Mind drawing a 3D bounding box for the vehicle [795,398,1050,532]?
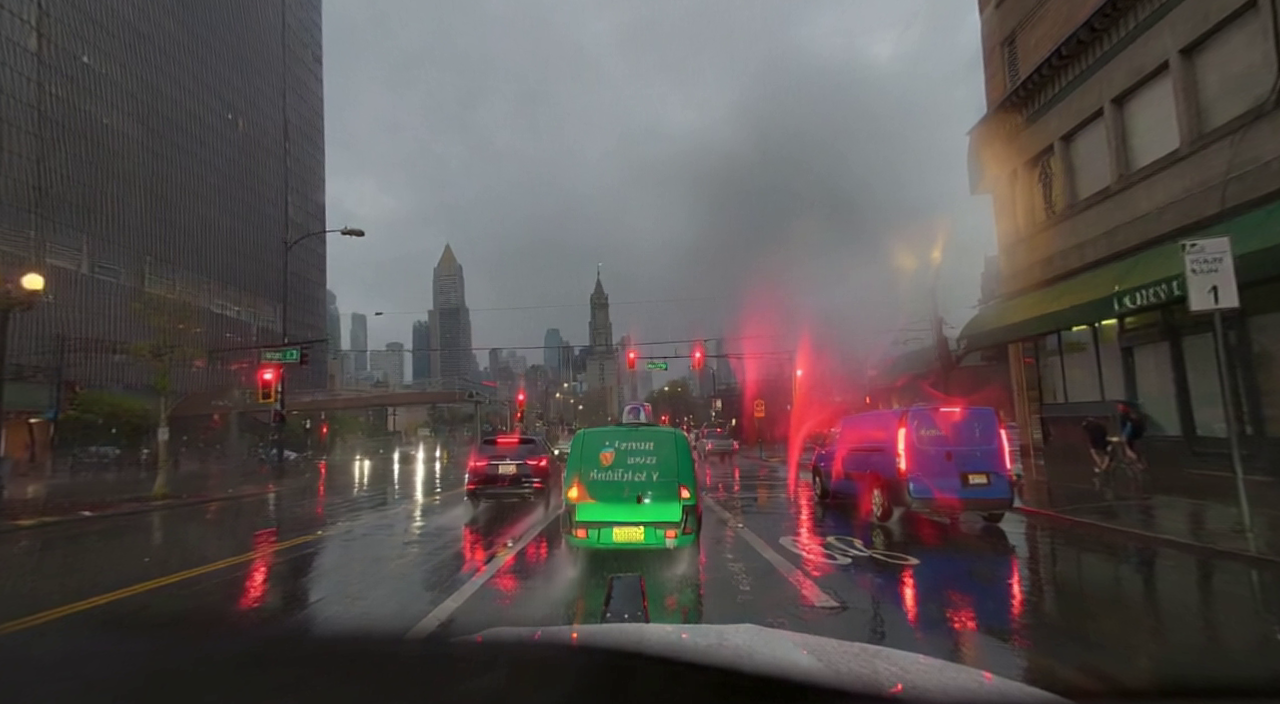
[{"bbox_3d":[4.510,1.916,11.160,2.142,1.829,4.767,0,-9,-2],"label":"vehicle"}]

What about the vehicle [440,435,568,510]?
[{"bbox_3d":[-2.949,2.728,14.789,2.039,1.452,4.489,0,-9,0],"label":"vehicle"}]

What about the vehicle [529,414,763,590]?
[{"bbox_3d":[0.040,1.647,7.716,2.091,1.557,4.000,0,-9,0],"label":"vehicle"}]
